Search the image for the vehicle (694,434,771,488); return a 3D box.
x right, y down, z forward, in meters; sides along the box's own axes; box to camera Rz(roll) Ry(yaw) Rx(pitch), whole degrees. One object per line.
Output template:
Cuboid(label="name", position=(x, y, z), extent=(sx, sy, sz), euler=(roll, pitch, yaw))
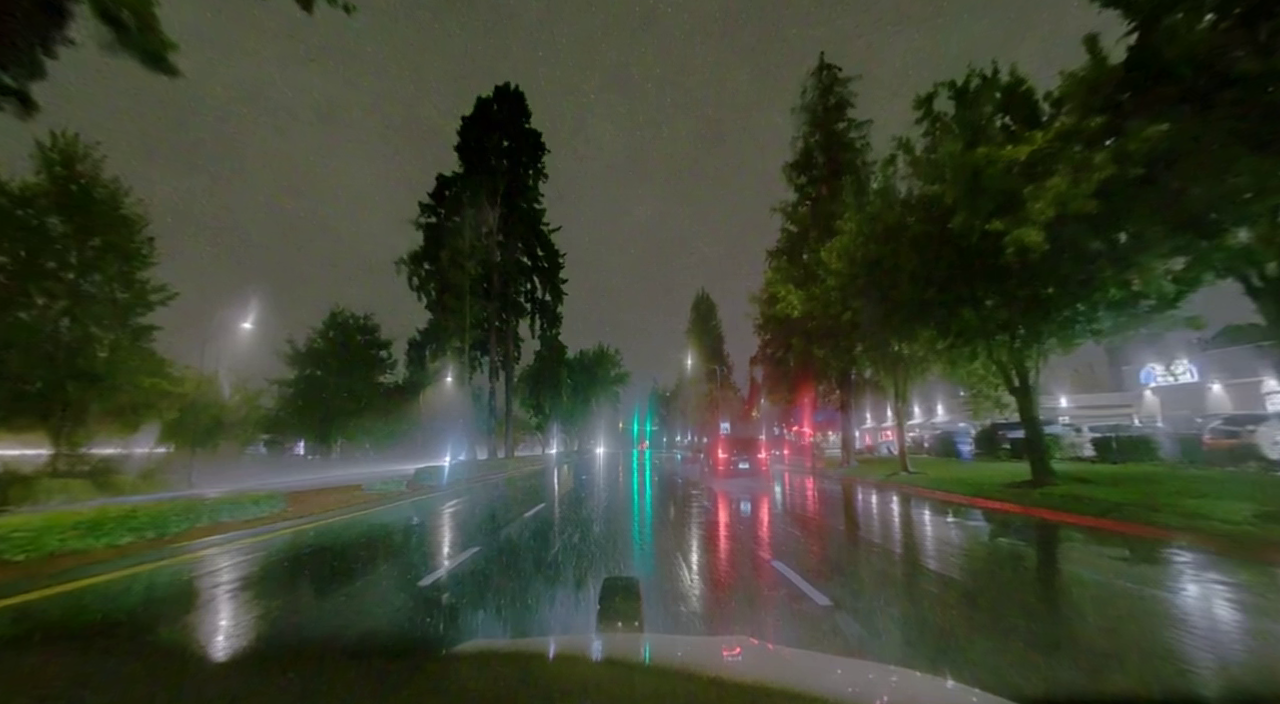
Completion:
Cuboid(label="vehicle", position=(3.230, 3.900, 22.876), extent=(2.083, 1.743, 4.354), euler=(0, -8, -1))
